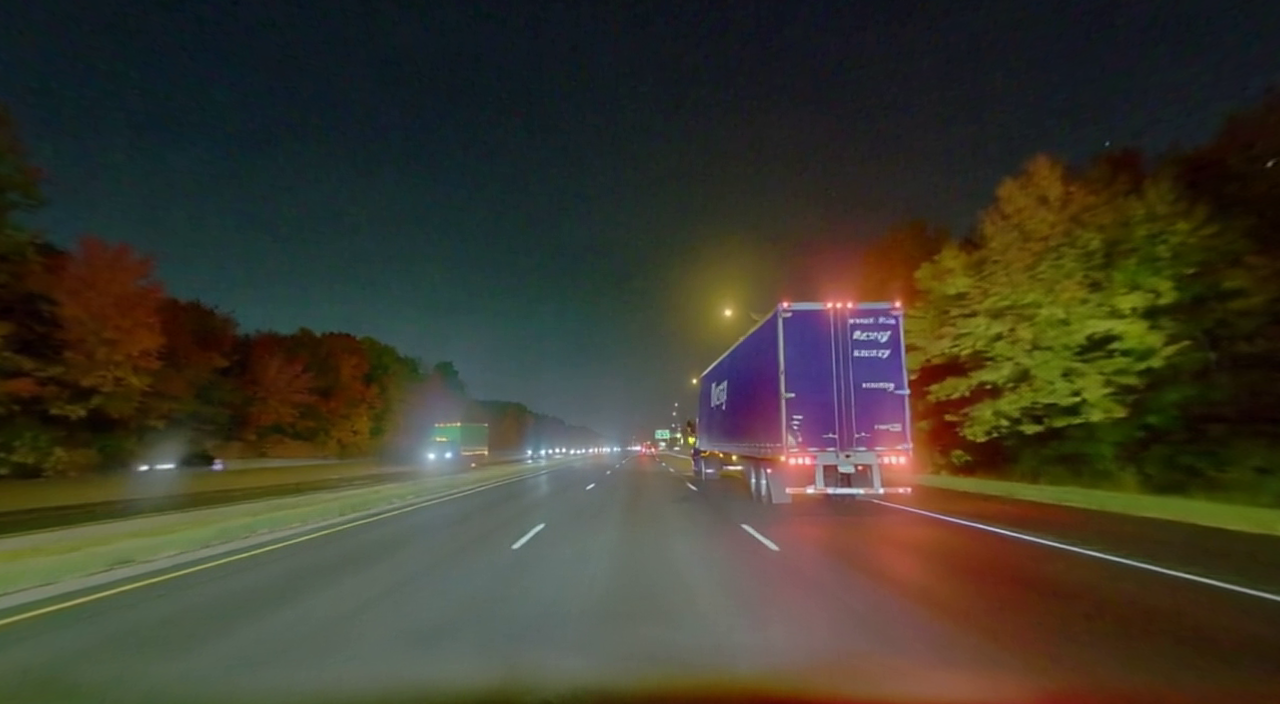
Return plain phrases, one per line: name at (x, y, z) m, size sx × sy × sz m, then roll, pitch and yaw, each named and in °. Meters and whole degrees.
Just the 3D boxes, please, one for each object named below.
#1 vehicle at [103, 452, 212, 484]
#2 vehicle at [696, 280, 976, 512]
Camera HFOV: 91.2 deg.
vehicle at (-25.616, 6.132, 33.517) m, size 1.861 × 1.498 × 4.579 m, roll -3°, pitch -9°, yaw 7°
vehicle at (3.954, 1.957, 18.815) m, size 3.003 × 3.880 × 16.814 m, roll 0°, pitch -9°, yaw 0°
